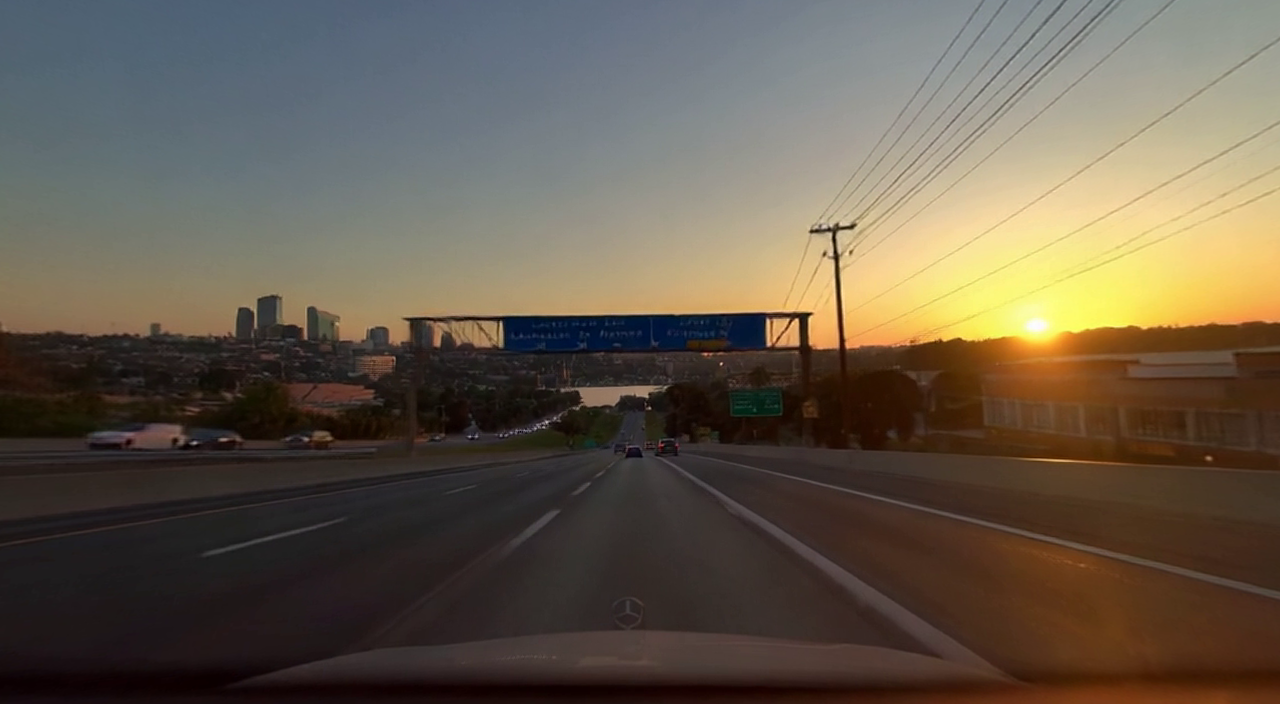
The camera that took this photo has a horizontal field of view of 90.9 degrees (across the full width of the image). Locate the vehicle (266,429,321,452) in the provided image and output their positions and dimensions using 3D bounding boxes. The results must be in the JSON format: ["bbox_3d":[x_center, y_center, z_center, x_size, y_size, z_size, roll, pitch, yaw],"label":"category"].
[{"bbox_3d":[-26.350,6.784,48.116,1.796,1.563,3.964,3,-8,0],"label":"vehicle"}]

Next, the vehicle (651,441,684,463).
[{"bbox_3d":[1.884,7.025,44.400,2.036,1.486,4.375,0,-8,-2],"label":"vehicle"}]

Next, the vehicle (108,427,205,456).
[{"bbox_3d":[-25.969,4.845,34.088,1.737,1.421,4.473,0,-8,0],"label":"vehicle"}]

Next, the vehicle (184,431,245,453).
[{"bbox_3d":[-29.933,6.385,44.500,1.671,1.450,3.753,0,-8,0],"label":"vehicle"}]
